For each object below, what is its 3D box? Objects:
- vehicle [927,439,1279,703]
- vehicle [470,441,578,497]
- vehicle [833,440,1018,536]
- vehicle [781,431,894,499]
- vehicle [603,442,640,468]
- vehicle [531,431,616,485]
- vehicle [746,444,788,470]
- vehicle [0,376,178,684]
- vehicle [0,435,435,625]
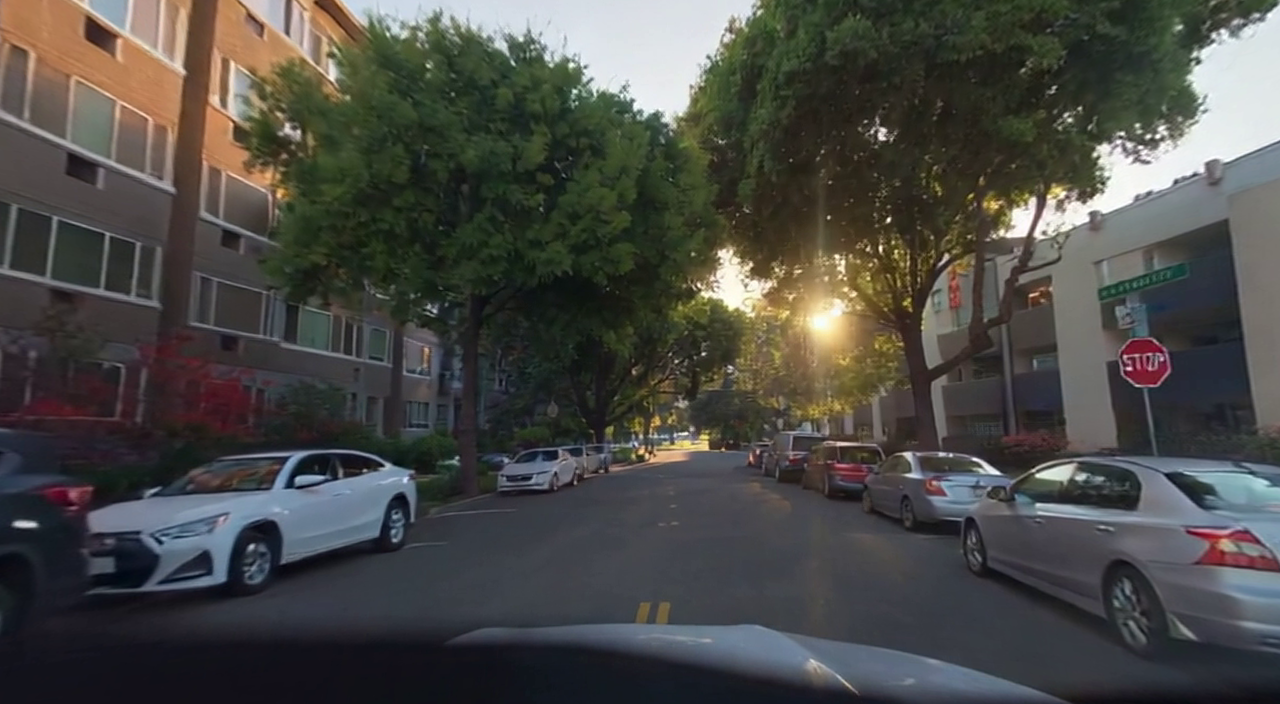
[{"bbox_3d":[4.376,1.492,5.392,2.084,1.441,4.402,-1,-8,5],"label":"vehicle"},{"bbox_3d":[-3.324,3.450,19.065,1.921,1.463,4.313,-1,-8,7],"label":"vehicle"},{"bbox_3d":[5.092,2.427,11.958,1.803,1.469,4.022,0,-8,3],"label":"vehicle"},{"bbox_3d":[5.571,3.236,18.518,2.219,1.744,4.252,-1,-8,5],"label":"vehicle"},{"bbox_3d":[-1.079,6.383,39.459,1.939,1.513,4.401,-1,-8,3],"label":"vehicle"},{"bbox_3d":[-2.487,4.148,25.335,2.229,1.869,5.791,-2,-8,6],"label":"vehicle"},{"bbox_3d":[7.383,6.131,37.147,1.865,1.456,4.329,0,-8,4],"label":"vehicle"},{"bbox_3d":[-4.724,0.870,2.593,1.946,1.744,4.584,-1,-8,4],"label":"vehicle"},{"bbox_3d":[-4.289,1.761,7.513,1.902,1.478,4.696,-1,-7,3],"label":"vehicle"}]
